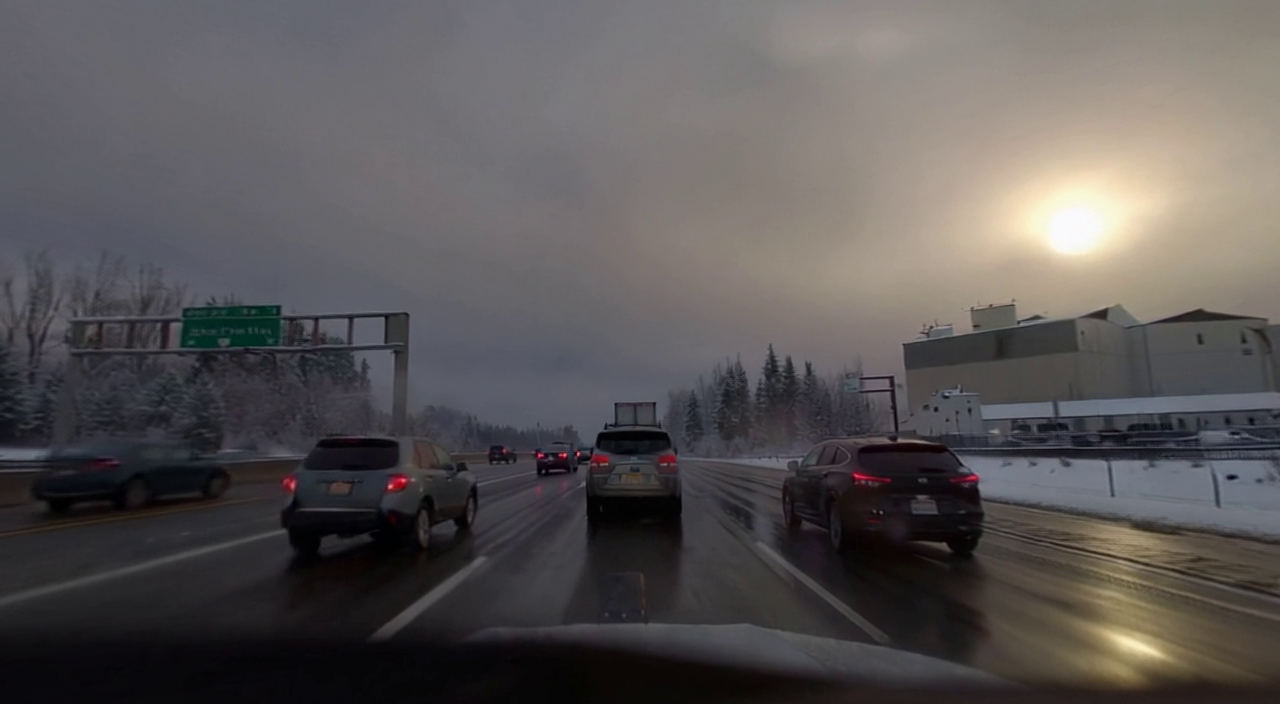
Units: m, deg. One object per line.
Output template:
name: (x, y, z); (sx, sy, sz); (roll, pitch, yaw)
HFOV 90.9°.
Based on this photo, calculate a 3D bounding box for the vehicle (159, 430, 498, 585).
vehicle: (-3.490, 1.827, 8.315); (2.132, 1.464, 4.481); (0, -9, 1)

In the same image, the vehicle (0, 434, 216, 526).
vehicle: (-11.170, 2.448, 12.679); (1.930, 1.485, 4.765); (0, -9, 1)

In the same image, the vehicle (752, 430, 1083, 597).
vehicle: (2.888, 1.784, 7.934); (2.018, 1.470, 4.491); (0, -9, -2)

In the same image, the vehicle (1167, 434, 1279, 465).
vehicle: (31.818, 5.300, 34.351); (1.805, 1.536, 4.325); (3, -9, -18)

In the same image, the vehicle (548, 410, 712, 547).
vehicle: (-0.144, 1.960, 10.326); (2.152, 1.779, 3.924); (0, -9, 0)
